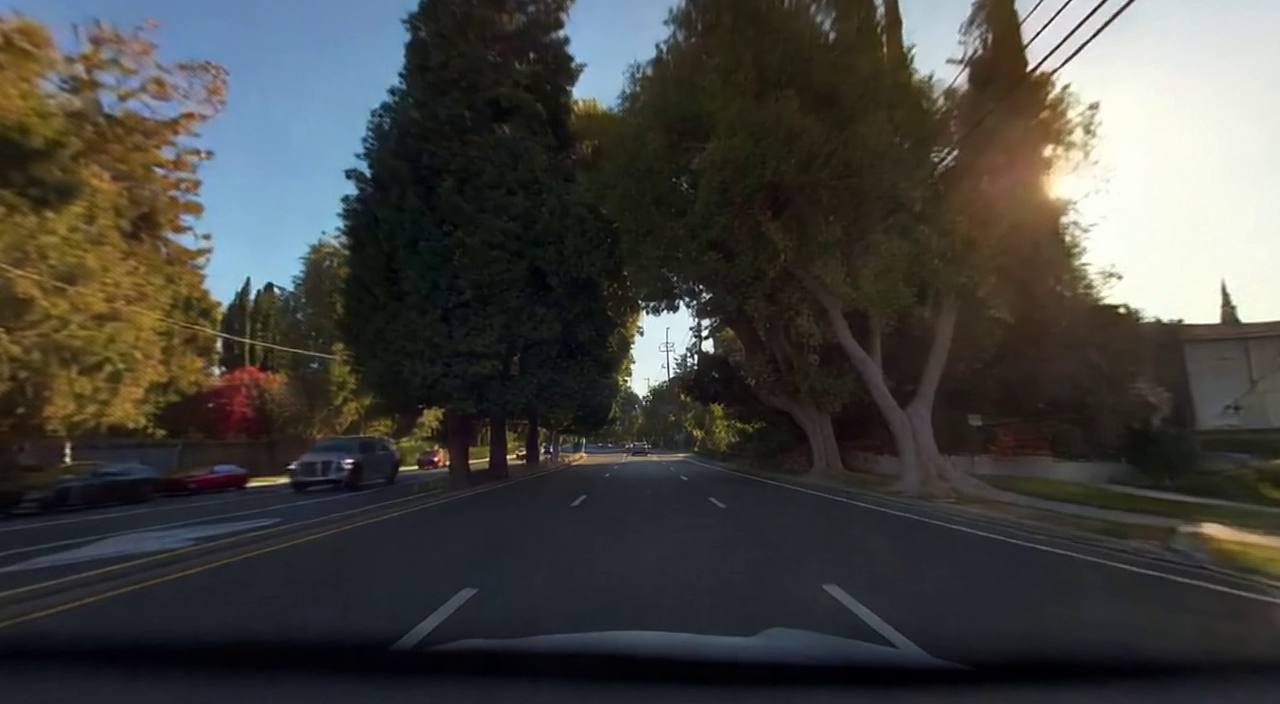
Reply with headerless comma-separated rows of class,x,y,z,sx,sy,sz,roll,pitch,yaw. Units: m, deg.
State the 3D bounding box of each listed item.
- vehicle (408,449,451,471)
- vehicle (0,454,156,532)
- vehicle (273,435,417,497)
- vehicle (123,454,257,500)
vehicle,-16.614,8.498,49.733,1.840,1.621,4.235,1,-8,2
vehicle,-13.550,3.068,14.070,1.821,1.453,4.459,0,-8,0
vehicle,-9.956,3.869,21.912,2.249,1.866,5.664,0,-8,0
vehicle,-16.999,4.698,24.041,1.897,1.505,4.350,0,-8,0
